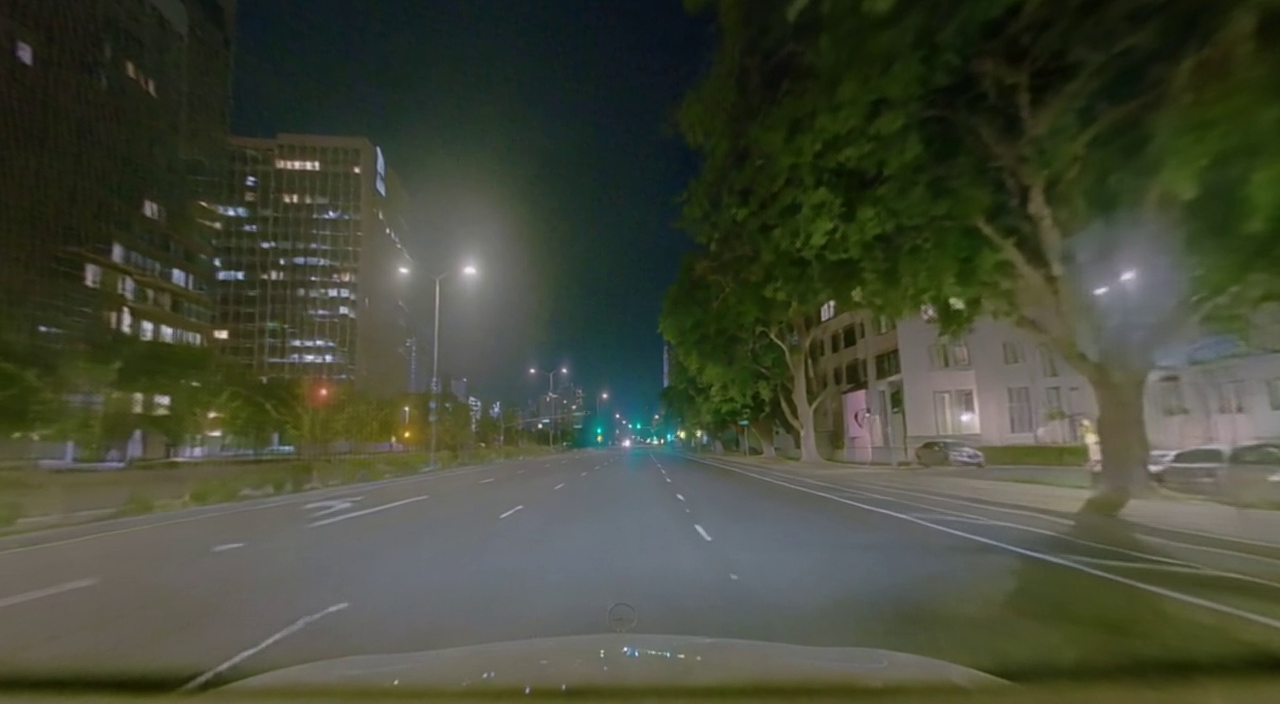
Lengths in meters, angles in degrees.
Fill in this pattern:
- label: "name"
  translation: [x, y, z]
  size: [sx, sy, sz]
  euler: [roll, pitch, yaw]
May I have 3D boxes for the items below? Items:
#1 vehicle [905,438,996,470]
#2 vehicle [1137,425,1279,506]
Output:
- label: "vehicle"
  translation: [15.344, 5.051, 31.429]
  size: [1.931, 1.475, 4.671]
  euler: [0, -8, -3]
- label: "vehicle"
  translation: [15.003, 2.604, 14.737]
  size: [4.790, 1.737, 2.137]
  euler: [-1, -8, 2]
